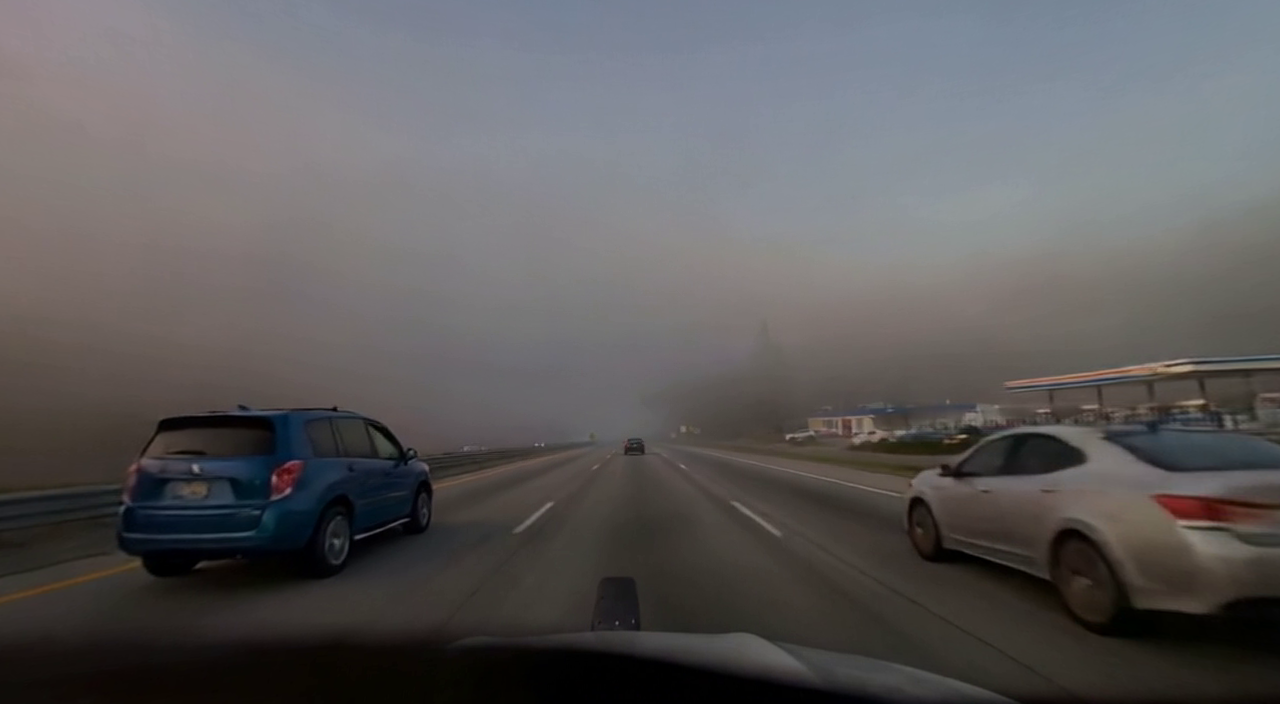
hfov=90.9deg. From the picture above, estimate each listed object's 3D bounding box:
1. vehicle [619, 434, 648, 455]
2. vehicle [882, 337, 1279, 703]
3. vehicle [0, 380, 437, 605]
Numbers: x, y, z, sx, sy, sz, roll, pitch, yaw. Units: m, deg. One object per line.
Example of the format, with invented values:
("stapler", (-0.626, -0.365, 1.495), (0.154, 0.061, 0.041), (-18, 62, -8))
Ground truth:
("vehicle", (-0.533, 7.235, 49.693), (2.151, 1.550, 4.694), (0, -8, -1))
("vehicle", (3.794, 0.979, 4.137), (2.496, 1.662, 4.602), (0, -7, -1))
("vehicle", (-4.078, 1.386, 7.216), (2.061, 1.732, 4.457), (-1, -7, 0))
